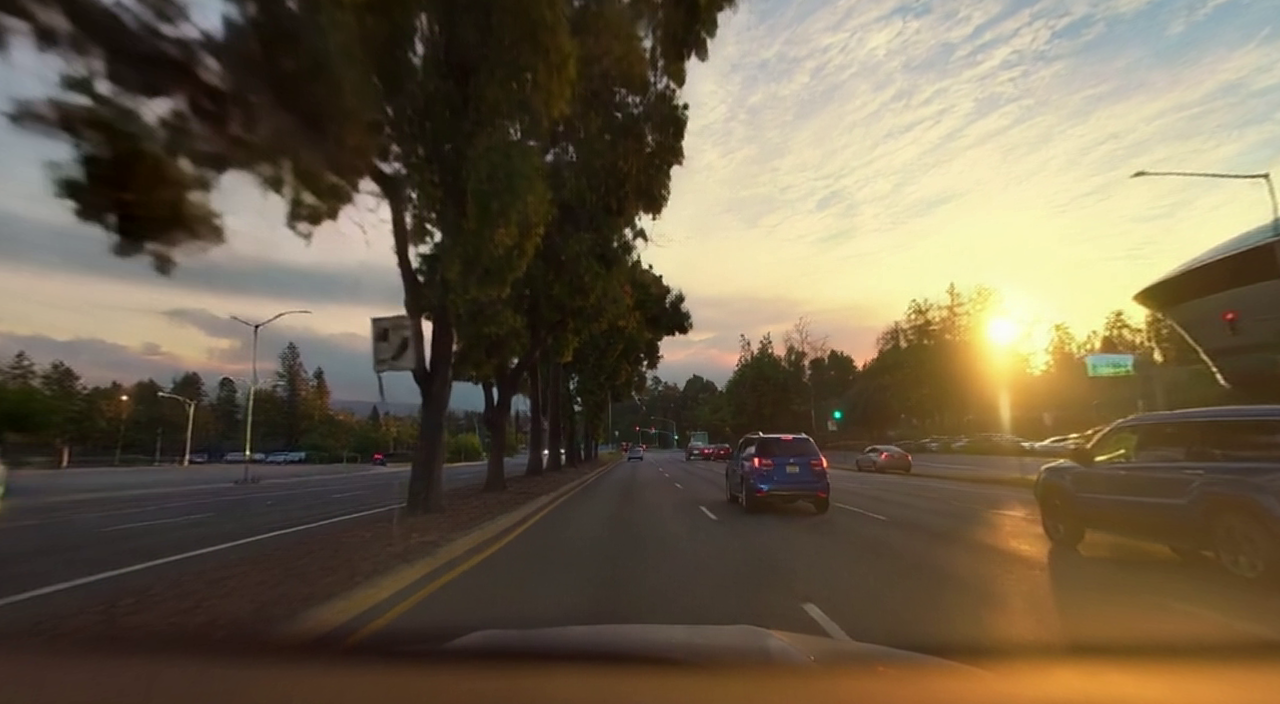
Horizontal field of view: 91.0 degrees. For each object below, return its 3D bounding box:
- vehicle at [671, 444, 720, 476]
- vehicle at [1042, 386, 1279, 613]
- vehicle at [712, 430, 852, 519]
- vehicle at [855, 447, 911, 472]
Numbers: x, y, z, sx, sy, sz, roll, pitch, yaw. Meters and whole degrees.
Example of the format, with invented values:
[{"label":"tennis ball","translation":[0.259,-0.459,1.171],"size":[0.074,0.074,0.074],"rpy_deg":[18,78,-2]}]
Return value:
[{"label":"vehicle","translation":[2.723,5.406,31.652],"size":[1.980,1.484,4.093],"rpy_deg":[0,-8,-2]},{"label":"vehicle","translation":[6.238,1.272,5.638],"size":[2.153,1.811,4.595],"rpy_deg":[0,-8,-1]},{"label":"vehicle","translation":[2.973,2.661,14.211],"size":[2.075,1.698,4.142],"rpy_deg":[0,-8,-2]},{"label":"vehicle","translation":[15.137,6.704,39.478],"size":[1.815,1.493,4.135],"rpy_deg":[0,-8,-1]}]
